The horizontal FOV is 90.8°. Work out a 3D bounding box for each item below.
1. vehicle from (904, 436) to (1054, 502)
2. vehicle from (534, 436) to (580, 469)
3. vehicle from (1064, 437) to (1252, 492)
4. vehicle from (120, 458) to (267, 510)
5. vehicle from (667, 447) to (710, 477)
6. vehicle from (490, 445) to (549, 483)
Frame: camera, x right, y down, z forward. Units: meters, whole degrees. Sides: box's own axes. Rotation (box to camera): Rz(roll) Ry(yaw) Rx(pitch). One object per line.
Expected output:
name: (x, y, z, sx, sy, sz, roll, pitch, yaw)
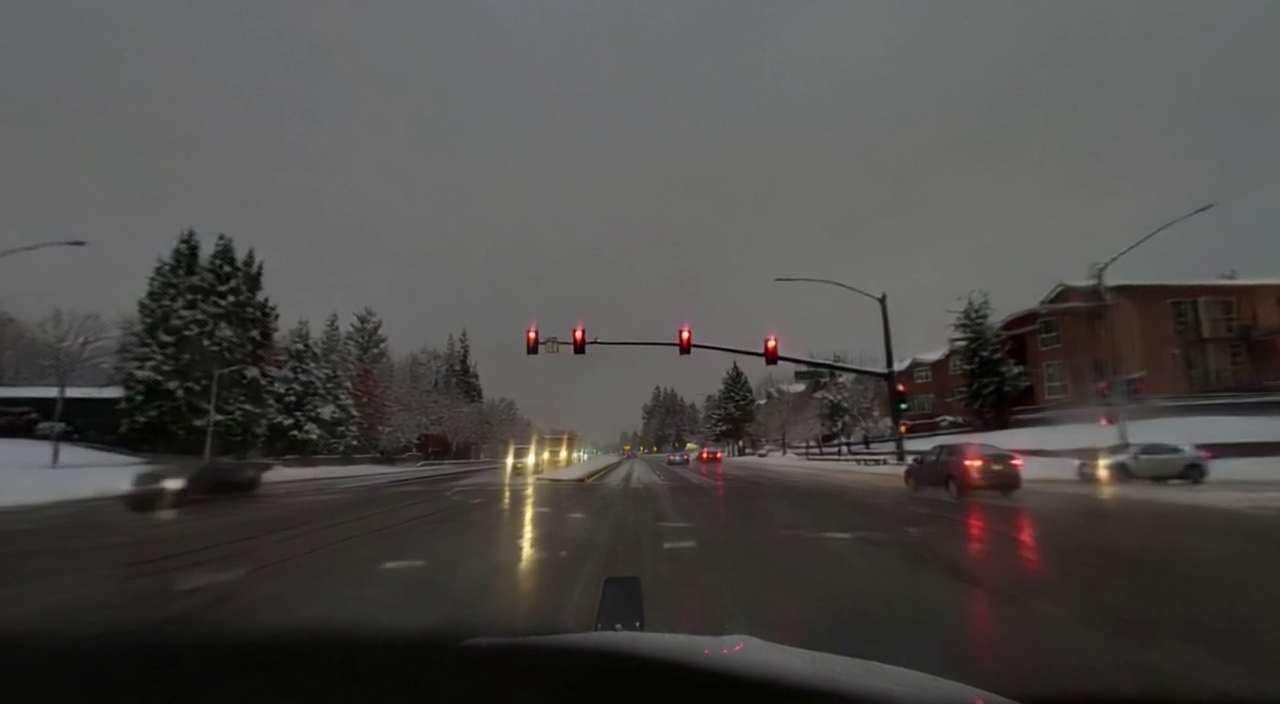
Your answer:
vehicle: (9.443, 3.289, 18.094, 1.798, 1.621, 4.304, 0, -9, -2)
vehicle: (-5.856, 7.191, 45.389, 2.425, 2.167, 5.888, -1, -9, 1)
vehicle: (18.965, 4.160, 23.443, 4.805, 1.619, 1.994, -7, -9, 19)
vehicle: (-16.083, 4.736, 23.160, 2.000, 1.602, 4.626, 0, -9, 0)
vehicle: (2.650, 6.143, 35.411, 1.917, 1.538, 4.259, 0, -9, -2)
vehicle: (-5.772, 5.388, 30.722, 1.986, 1.502, 4.224, -5, -8, 0)
